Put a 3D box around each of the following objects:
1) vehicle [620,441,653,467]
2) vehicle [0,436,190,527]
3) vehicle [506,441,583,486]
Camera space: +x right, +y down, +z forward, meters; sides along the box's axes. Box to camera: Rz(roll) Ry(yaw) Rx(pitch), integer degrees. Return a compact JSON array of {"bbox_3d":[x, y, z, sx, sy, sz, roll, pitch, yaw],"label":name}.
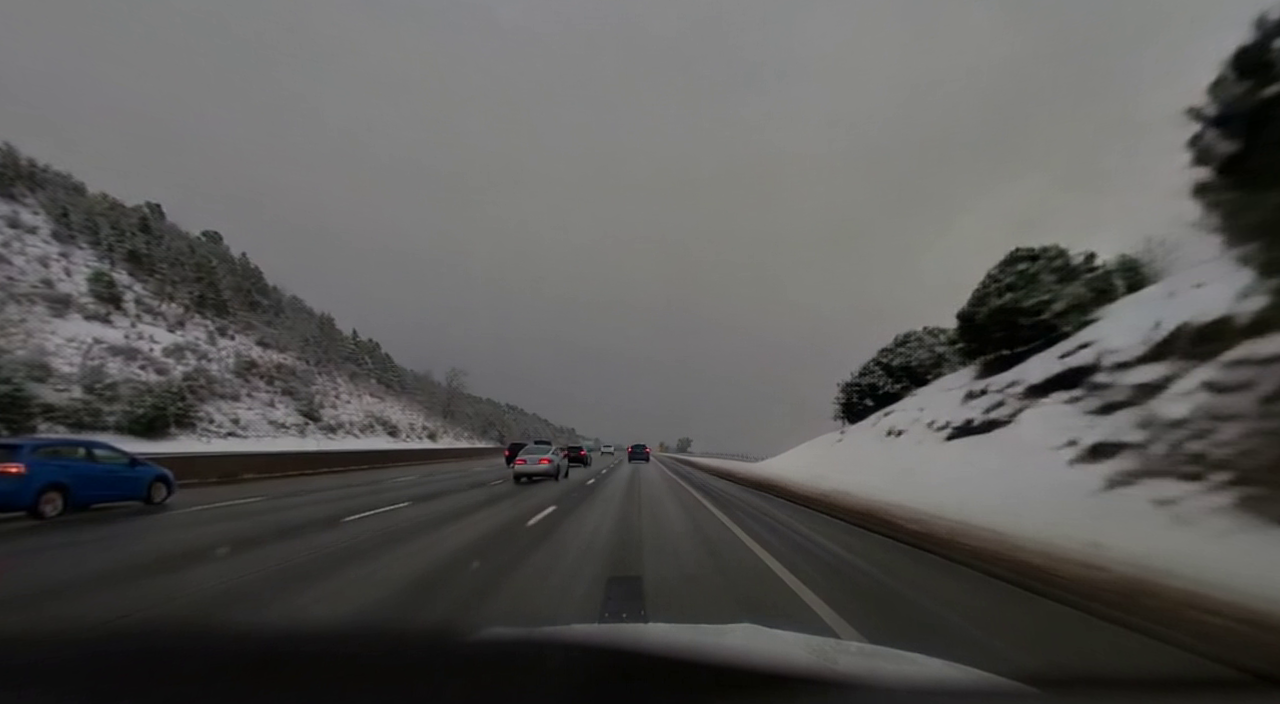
[{"bbox_3d":[-0.252,7.025,43.526,2.138,1.674,4.044,0,-8,-1],"label":"vehicle"},{"bbox_3d":[-11.410,2.373,12.043,1.945,1.466,4.947,0,-8,1],"label":"vehicle"},{"bbox_3d":[-3.432,4.119,23.732,2.080,1.505,4.649,0,-8,1],"label":"vehicle"}]
